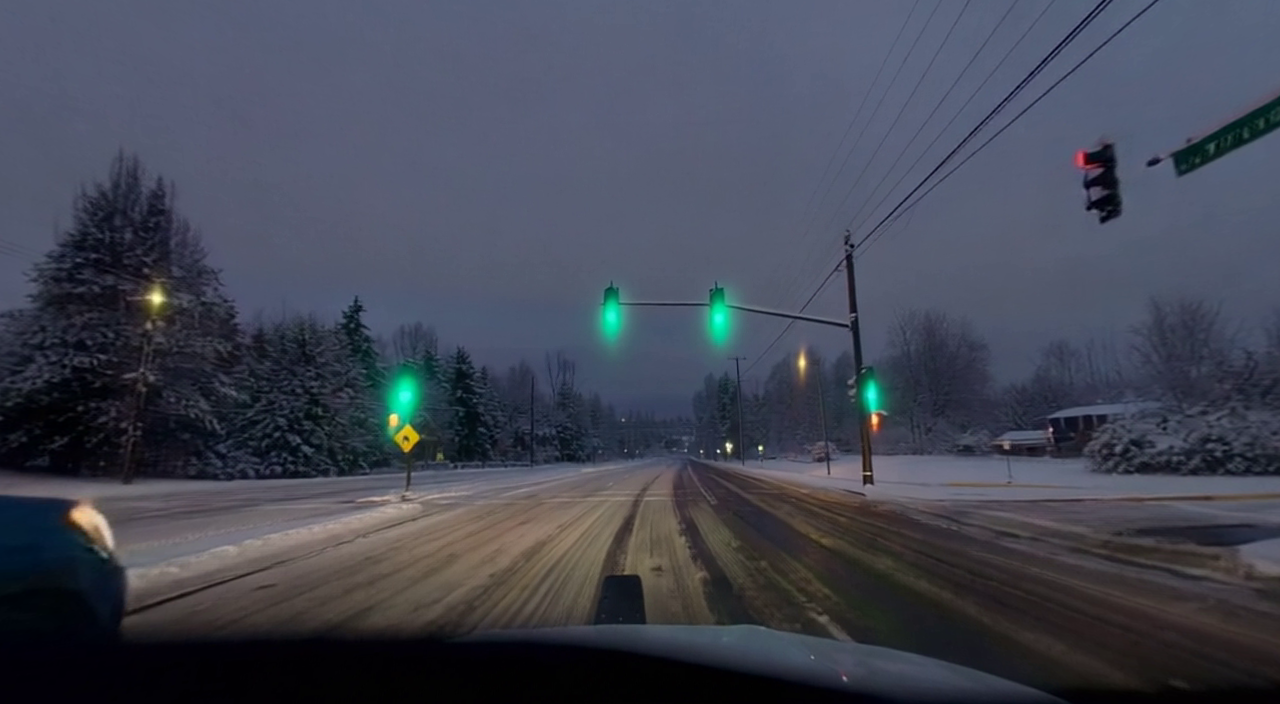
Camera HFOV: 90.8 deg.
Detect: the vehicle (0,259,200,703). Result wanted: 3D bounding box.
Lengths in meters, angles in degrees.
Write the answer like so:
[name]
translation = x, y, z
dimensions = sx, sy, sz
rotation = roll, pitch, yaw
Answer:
[vehicle]
translation = -3.446, 0.408, 0.456
dimensions = 2.374, 1.985, 5.391
rotation = 0, -8, 0
